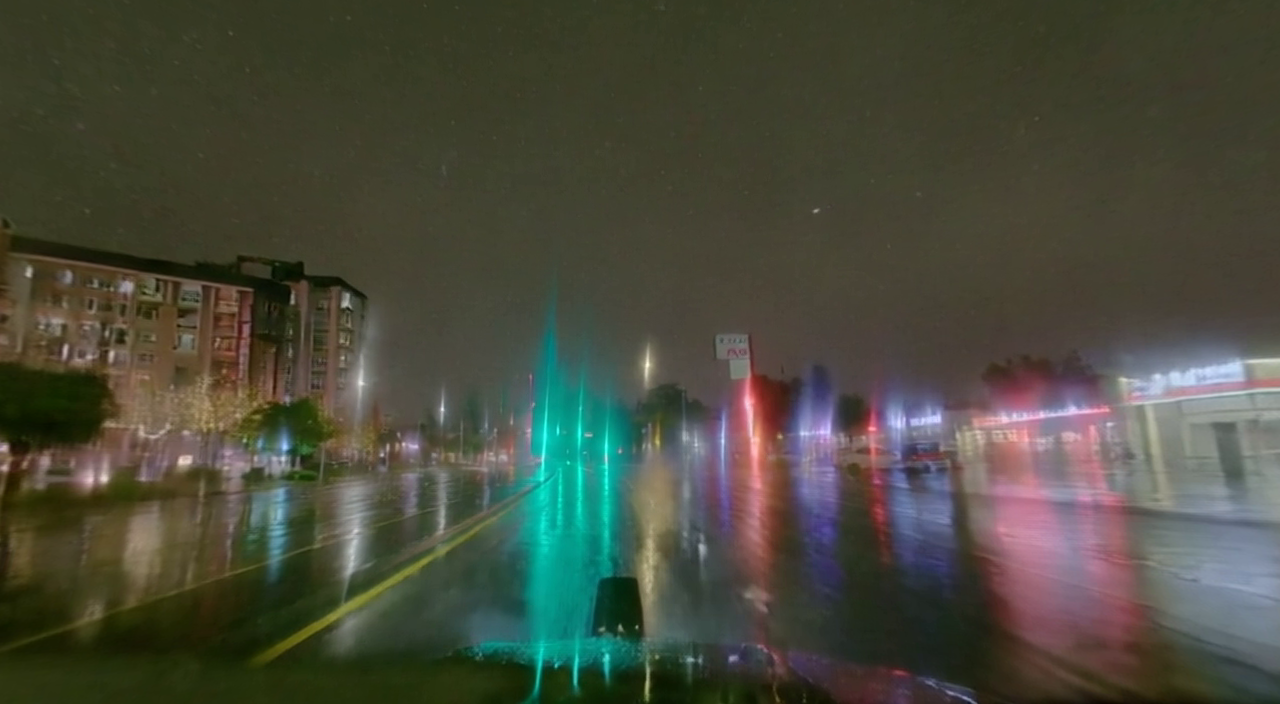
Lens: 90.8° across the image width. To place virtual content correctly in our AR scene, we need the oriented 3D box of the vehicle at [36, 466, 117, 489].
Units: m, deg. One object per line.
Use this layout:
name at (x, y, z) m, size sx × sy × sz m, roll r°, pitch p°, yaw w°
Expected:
vehicle at (-41.373, 9.172, 46.467) m, size 3.994 × 1.491 × 1.730 m, roll 4°, pitch -9°, yaw -26°
